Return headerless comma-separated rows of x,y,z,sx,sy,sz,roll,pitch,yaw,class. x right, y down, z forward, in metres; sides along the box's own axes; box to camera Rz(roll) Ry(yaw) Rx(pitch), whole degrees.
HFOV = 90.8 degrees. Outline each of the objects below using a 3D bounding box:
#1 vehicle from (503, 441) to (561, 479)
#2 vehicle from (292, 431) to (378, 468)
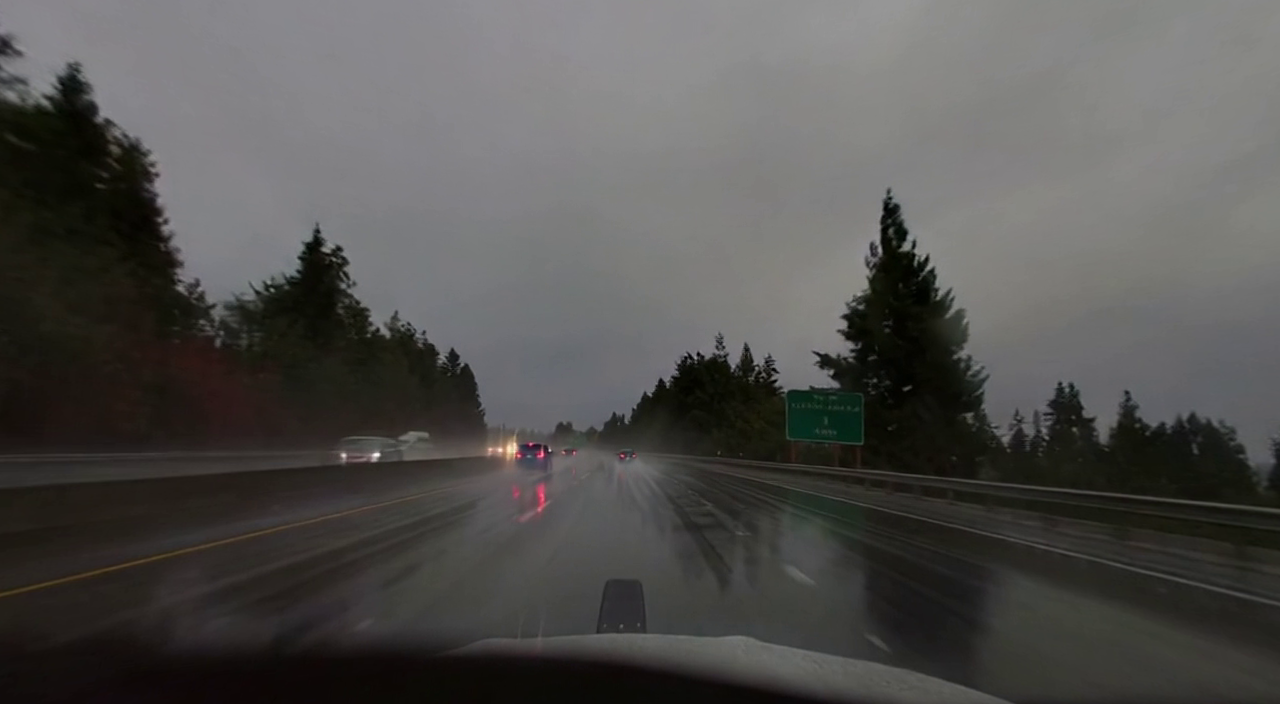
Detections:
-5.115,5.169,30.452,2.088,1.675,4.108,0,-9,0,vehicle
-13.539,4.365,28.299,1.932,1.527,3.899,0,-9,0,vehicle
